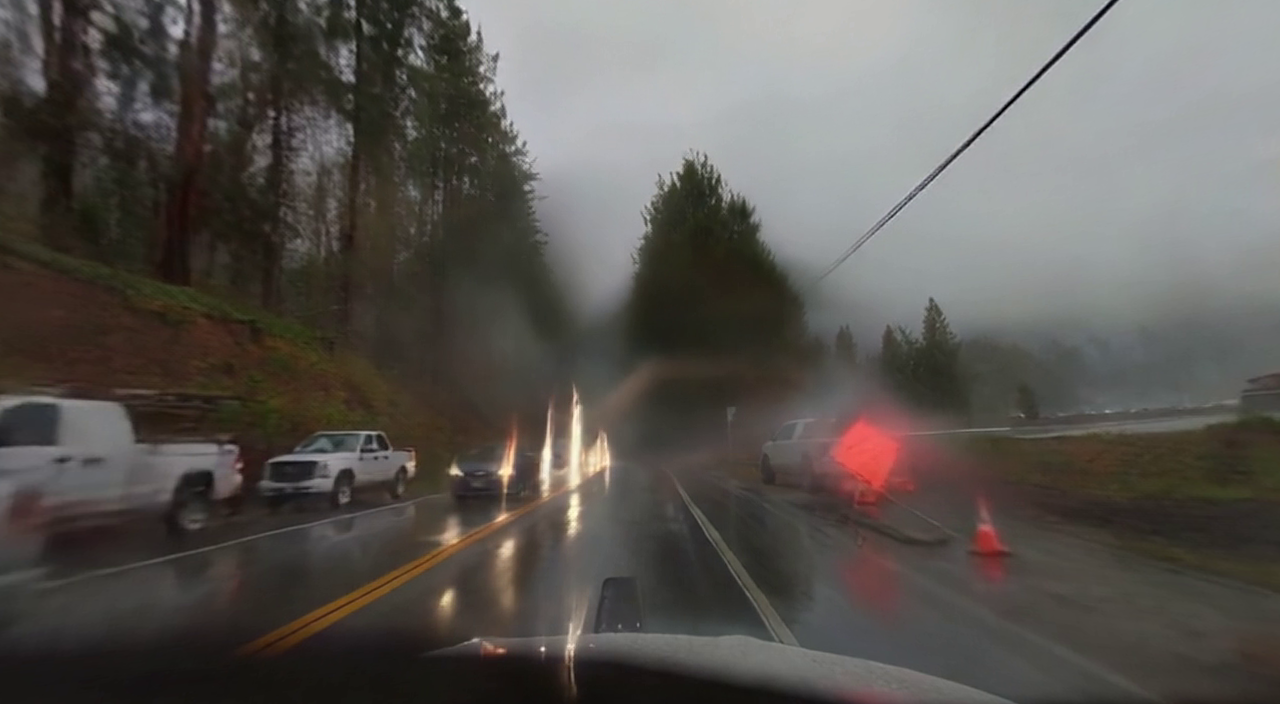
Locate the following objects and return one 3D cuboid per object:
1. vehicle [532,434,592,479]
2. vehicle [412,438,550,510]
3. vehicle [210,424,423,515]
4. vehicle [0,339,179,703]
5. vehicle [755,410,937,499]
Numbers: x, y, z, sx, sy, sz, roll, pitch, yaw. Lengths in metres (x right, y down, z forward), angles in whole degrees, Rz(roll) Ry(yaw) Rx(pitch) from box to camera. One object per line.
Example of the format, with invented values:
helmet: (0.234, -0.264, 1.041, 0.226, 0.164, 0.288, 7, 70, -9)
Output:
vehicle: (-3.673, 5.037, 30.829, 2.221, 1.969, 5.153, 0, -8, 0)
vehicle: (-3.460, 2.732, 14.681, 1.981, 1.410, 4.162, 0, -8, 2)
vehicle: (-7.946, 2.936, 16.514, 2.353, 1.943, 5.853, 0, -8, 1)
vehicle: (-4.062, 0.664, 1.621, 2.177, 1.803, 4.690, 0, -8, 0)
vehicle: (5.373, 2.826, 17.895, 2.845, 2.053, 6.457, 0, -8, -1)
